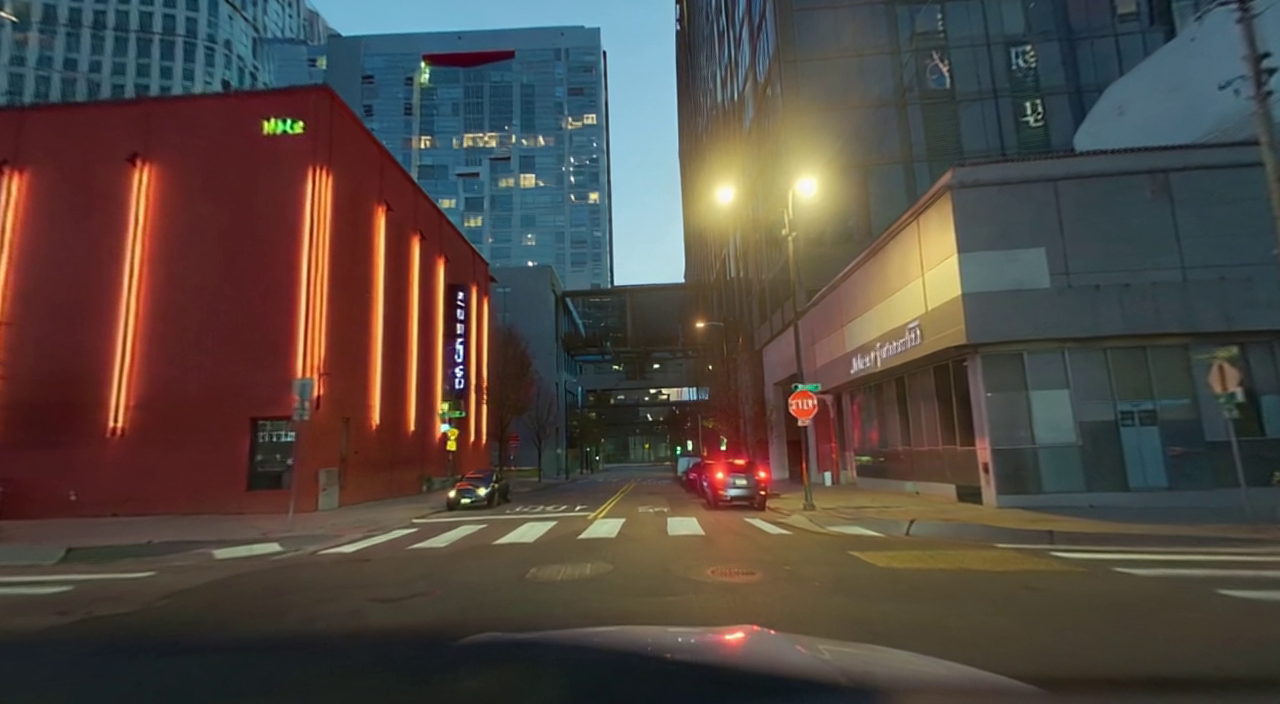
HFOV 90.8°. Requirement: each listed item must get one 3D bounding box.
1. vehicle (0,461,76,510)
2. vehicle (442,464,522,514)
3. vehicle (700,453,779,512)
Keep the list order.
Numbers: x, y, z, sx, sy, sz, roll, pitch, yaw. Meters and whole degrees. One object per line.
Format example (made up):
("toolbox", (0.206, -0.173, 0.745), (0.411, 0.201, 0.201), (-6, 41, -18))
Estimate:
("vehicle", (-28.165, 5.994, 28.443), (1.665, 1.432, 4.120), (5, -1, 0))
("vehicle", (-5.411, 4.723, 22.152), (1.864, 1.447, 3.887), (0, -9, -2))
("vehicle", (3.146, 4.203, 20.894), (1.917, 1.680, 4.500), (0, -9, 1))
